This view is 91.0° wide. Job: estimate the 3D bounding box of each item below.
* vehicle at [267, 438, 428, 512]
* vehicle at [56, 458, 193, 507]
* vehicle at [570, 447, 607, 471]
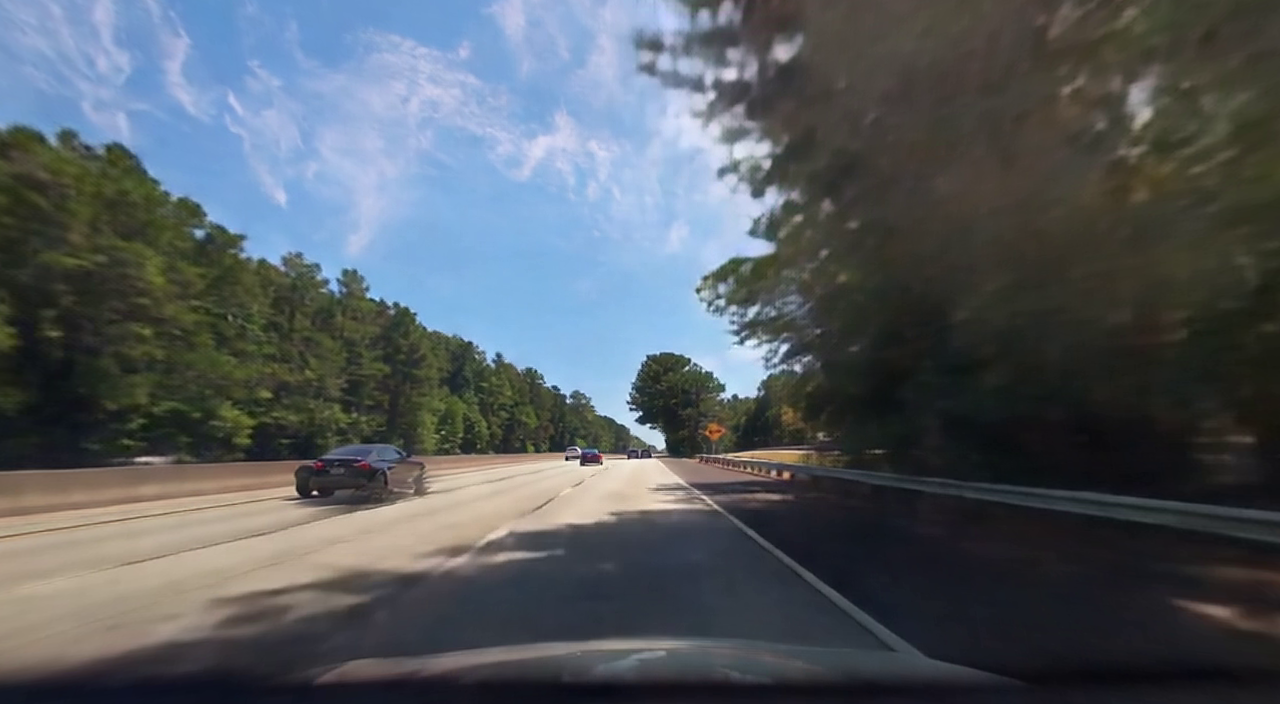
[{"bbox_3d":[-7.171,3.031,16.014,2.007,1.616,4.141,0,-9,1],"label":"vehicle"},{"bbox_3d":[-36.250,9.126,44.815,2.859,2.937,8.071,0,-9,0],"label":"vehicle"},{"bbox_3d":[-3.549,7.506,44.277,2.104,1.558,4.639,0,-9,1],"label":"vehicle"}]
